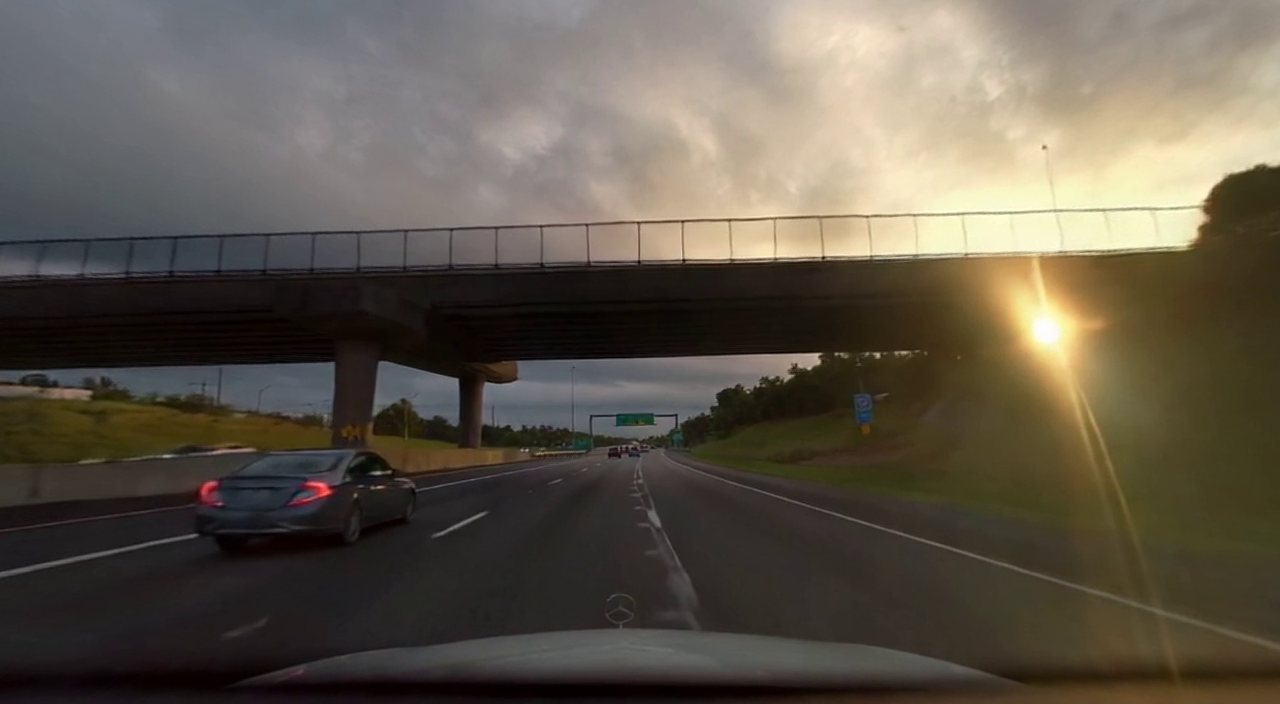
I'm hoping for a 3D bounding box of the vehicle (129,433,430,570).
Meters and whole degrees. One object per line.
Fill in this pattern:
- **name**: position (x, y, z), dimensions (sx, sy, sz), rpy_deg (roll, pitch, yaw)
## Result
- **vehicle**: position (-4.802, 2.026, 9.297), dimensions (2.055, 1.535, 4.073), rpy_deg (0, -9, -1)
